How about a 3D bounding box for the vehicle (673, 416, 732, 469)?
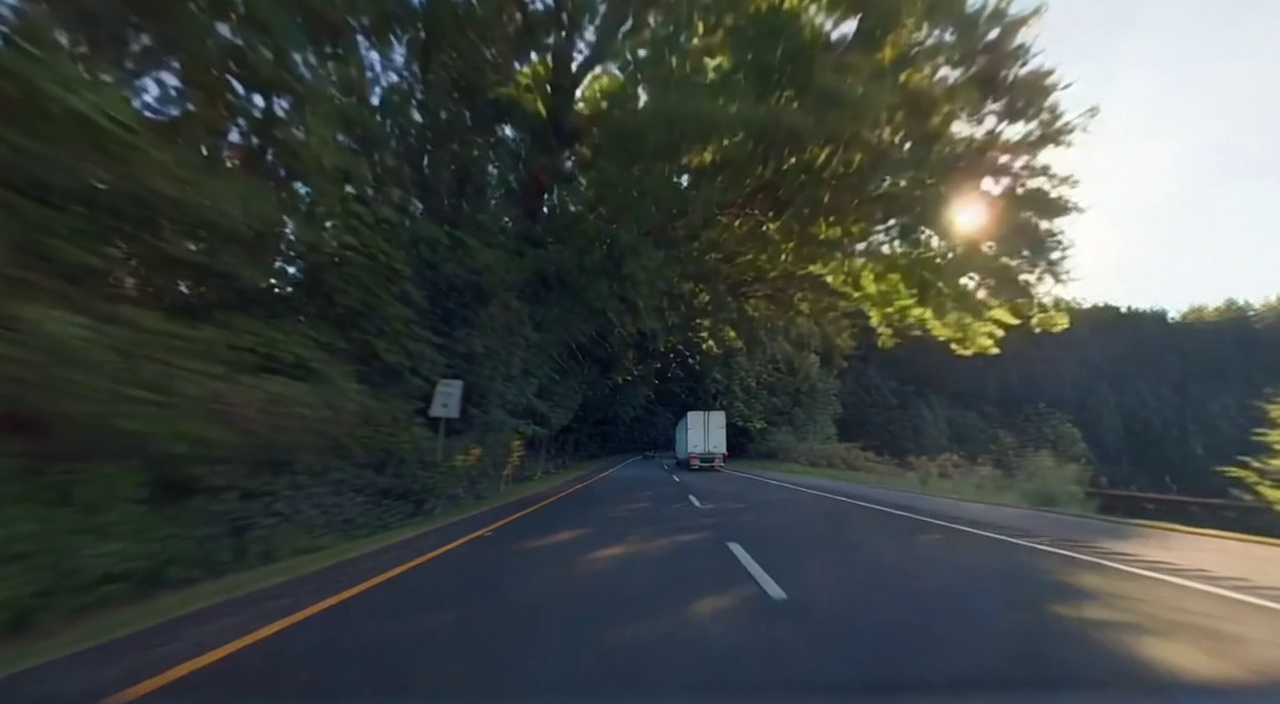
[{"bbox_3d":[4.344,6.678,46.089,2.983,3.414,10.378,0,-9,-1],"label":"vehicle"}]
